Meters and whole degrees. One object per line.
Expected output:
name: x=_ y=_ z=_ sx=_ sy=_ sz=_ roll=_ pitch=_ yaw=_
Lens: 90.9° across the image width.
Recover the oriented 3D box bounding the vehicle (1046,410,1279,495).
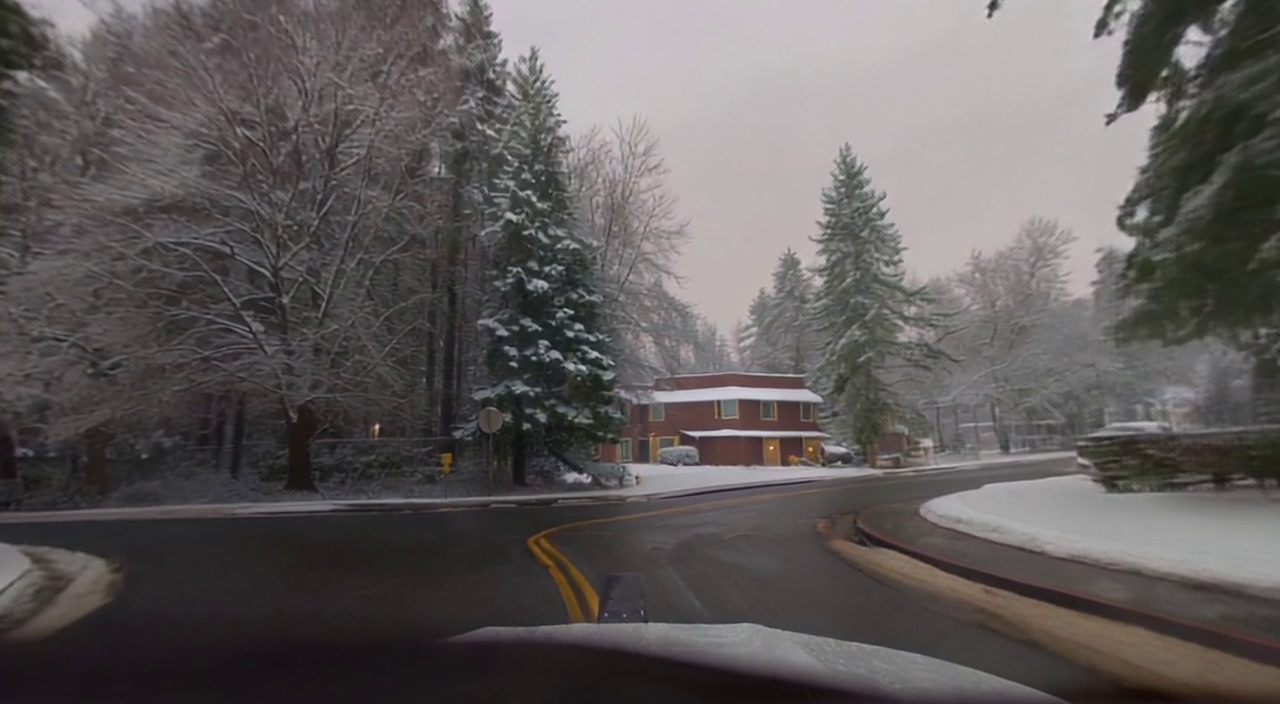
vehicle: x=13.228 y=2.468 z=15.773 sx=2.023 sy=1.756 sz=4.799 roll=3 pitch=-9 yaw=-19

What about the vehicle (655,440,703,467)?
vehicle: x=2.334 y=6.184 z=38.292 sx=1.802 sy=1.548 sz=3.501 roll=3 pitch=-10 yaw=-17
